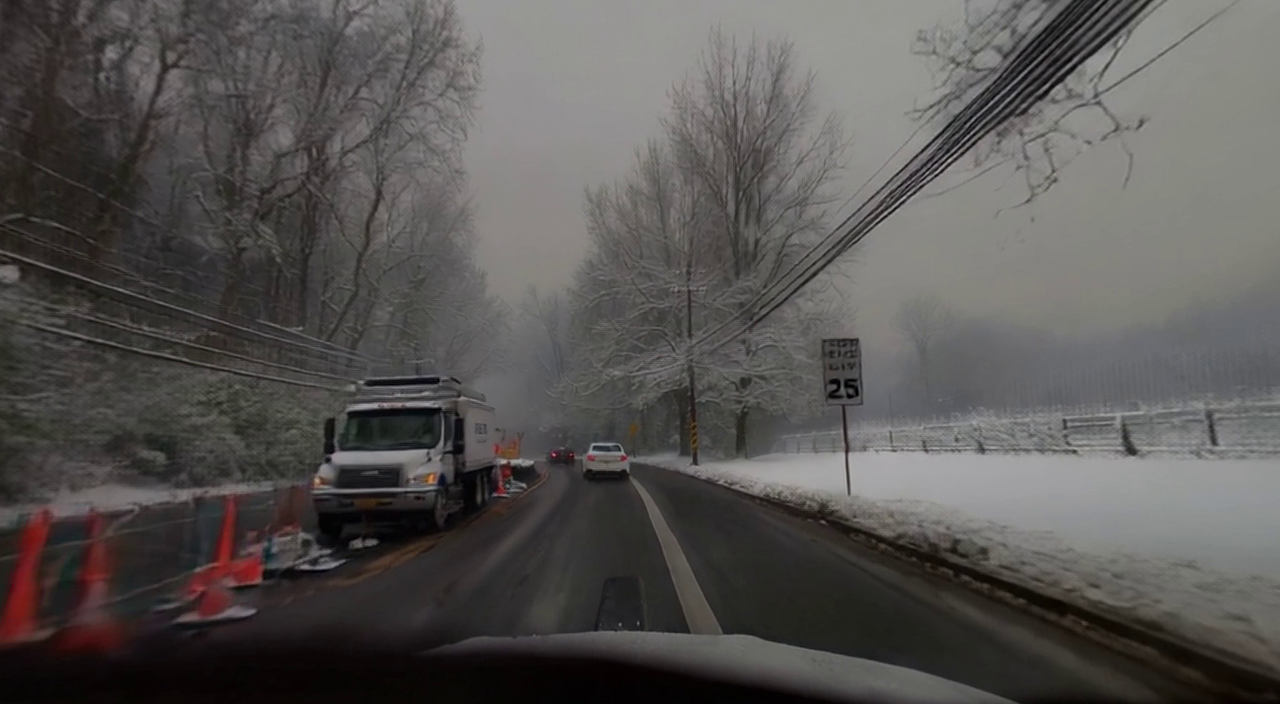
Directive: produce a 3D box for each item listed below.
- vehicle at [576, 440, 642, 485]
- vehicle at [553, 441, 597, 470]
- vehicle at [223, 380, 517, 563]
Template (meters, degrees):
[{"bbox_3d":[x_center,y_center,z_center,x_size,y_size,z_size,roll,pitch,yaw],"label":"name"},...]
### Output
[{"bbox_3d":[-1.254,4.031,23.393,2.186,1.463,4.356,1,-9,-6],"label":"vehicle"},{"bbox_3d":[-3.772,5.865,35.872,2.014,1.510,3.841,2,-9,-13],"label":"vehicle"},{"bbox_3d":[-3.668,1.814,10.365,2.671,2.053,6.074,1,-9,-6],"label":"vehicle"}]
